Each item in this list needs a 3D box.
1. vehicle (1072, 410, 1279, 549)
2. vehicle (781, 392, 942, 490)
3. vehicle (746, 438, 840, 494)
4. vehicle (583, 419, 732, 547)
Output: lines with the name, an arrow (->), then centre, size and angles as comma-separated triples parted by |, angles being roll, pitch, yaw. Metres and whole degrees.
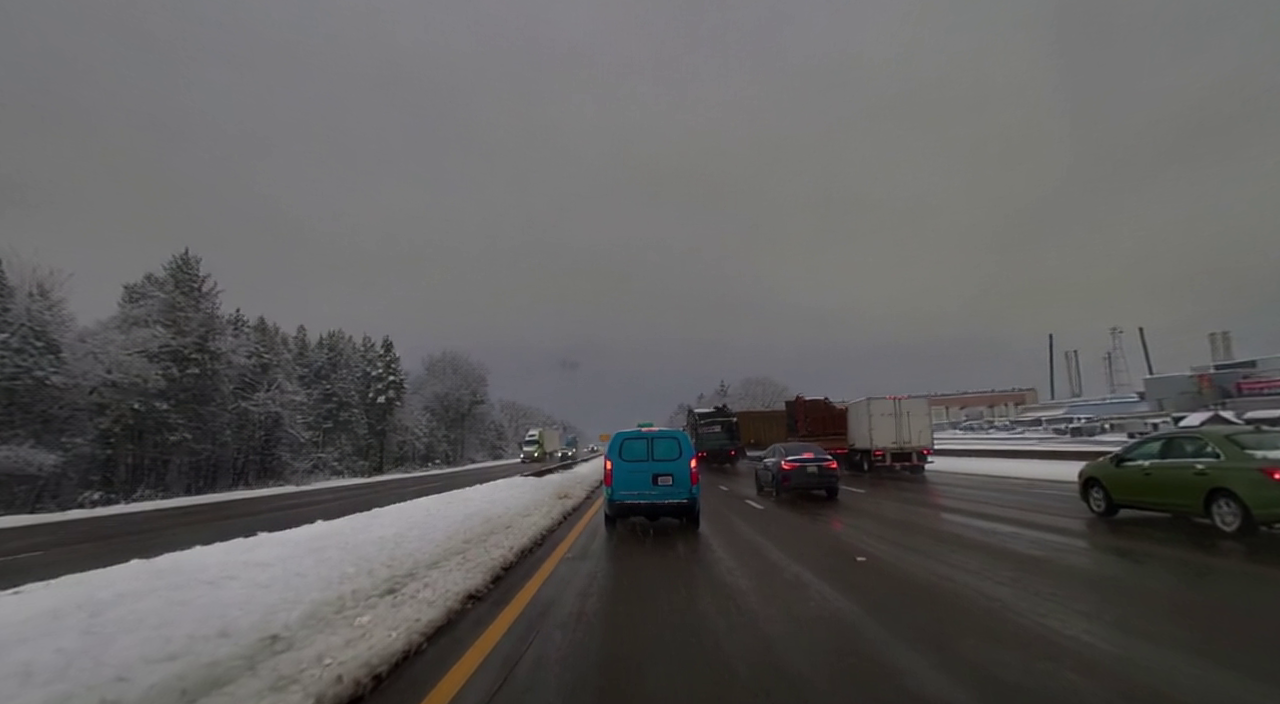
vehicle -> 8.690, 1.741, 8.955 | 1.913, 1.652, 4.384 | -1, -9, 1
vehicle -> 8.526, 3.736, 26.094 | 2.799, 3.188, 10.578 | -1, -9, 0
vehicle -> 4.476, 3.382, 18.930 | 1.859, 1.512, 3.711 | 0, -9, 0
vehicle -> 0.232, 1.992, 10.058 | 1.965, 1.664, 3.428 | -1, -9, 0
